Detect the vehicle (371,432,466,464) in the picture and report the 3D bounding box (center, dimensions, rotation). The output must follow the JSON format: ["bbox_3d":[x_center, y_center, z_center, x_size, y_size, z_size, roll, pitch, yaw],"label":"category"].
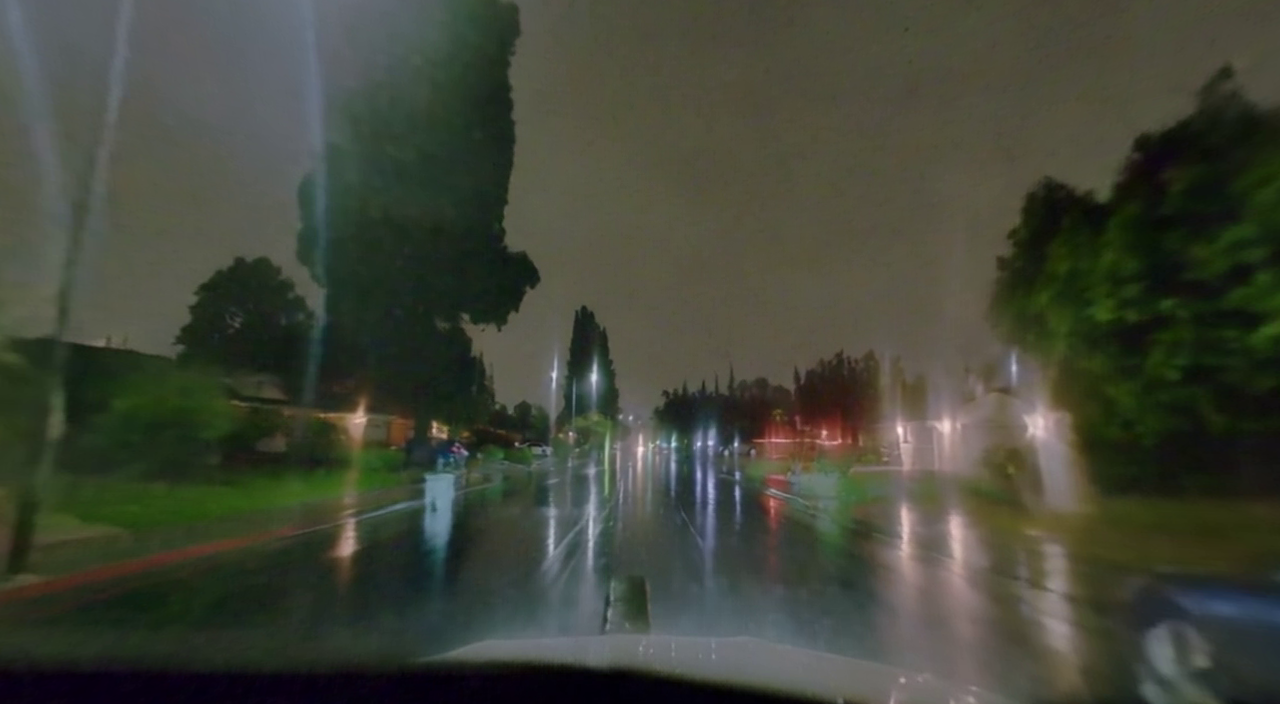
[{"bbox_3d":[-13.242,5.778,37.912,4.796,1.864,2.328,0,-9,2],"label":"vehicle"}]

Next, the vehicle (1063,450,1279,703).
[{"bbox_3d":[3.419,0.927,1.055,2.083,1.485,4.691,0,-9,-1],"label":"vehicle"}]
